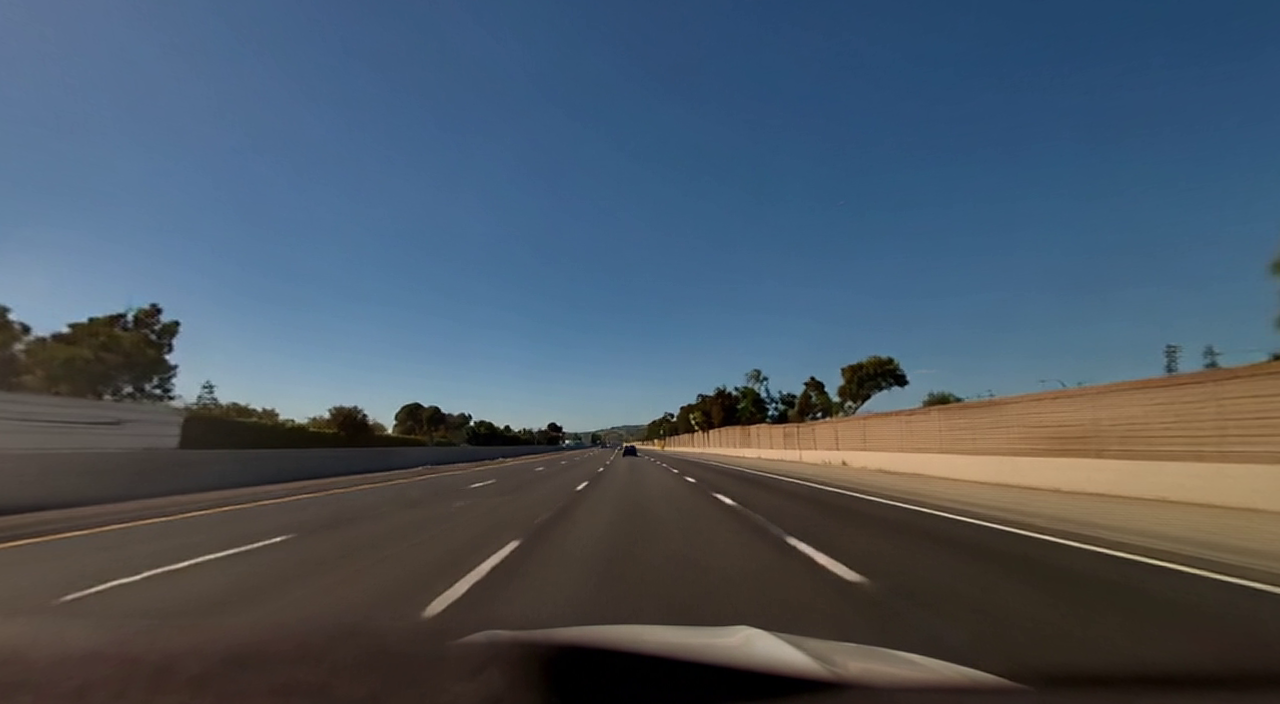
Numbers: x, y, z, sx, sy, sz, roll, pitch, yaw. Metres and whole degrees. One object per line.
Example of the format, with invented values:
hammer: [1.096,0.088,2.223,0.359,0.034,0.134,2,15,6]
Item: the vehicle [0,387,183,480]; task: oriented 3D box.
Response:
vehicle: [-30.263,4.279,32.270,2.921,4.130,14.945,2,-9,-2]
